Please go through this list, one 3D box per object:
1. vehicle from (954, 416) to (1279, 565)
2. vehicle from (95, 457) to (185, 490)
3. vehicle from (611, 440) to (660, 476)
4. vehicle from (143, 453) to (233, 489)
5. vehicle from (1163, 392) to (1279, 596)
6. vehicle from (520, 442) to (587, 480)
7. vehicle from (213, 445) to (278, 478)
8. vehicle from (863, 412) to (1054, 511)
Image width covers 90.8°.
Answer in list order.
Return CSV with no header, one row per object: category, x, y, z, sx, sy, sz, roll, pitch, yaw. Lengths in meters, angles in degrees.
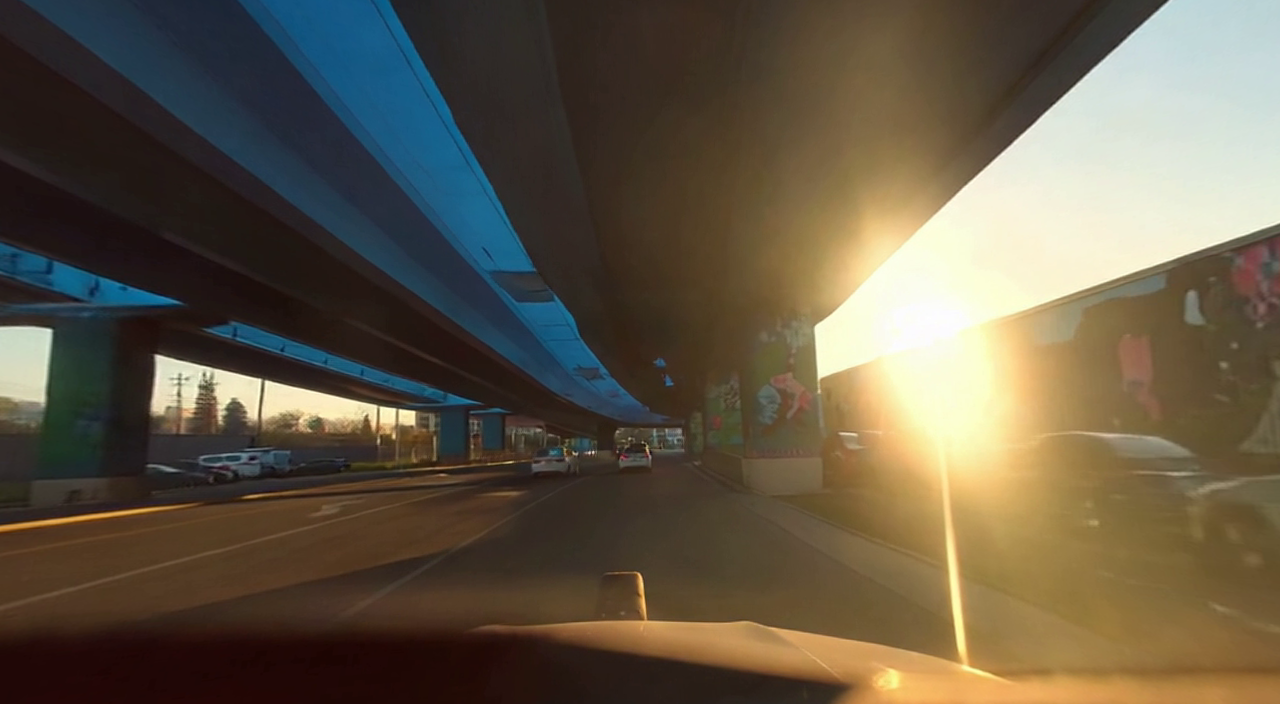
vehicle,6.646,1.857,9.193,1.871,1.619,4.408,0,-9,0
vehicle,-29.462,7.147,37.441,2.035,1.764,4.157,1,-9,-4
vehicle,-0.163,4.894,29.435,2.155,1.571,3.734,0,-9,1
vehicle,-27.002,7.095,37.974,1.971,1.939,4.729,1,-9,-1
vehicle,6.437,1.090,4.568,1.940,1.738,3.956,0,-9,2
vehicle,-3.665,4.714,27.634,2.024,1.533,4.549,-1,-9,3
vehicle,-30.384,8.387,48.807,1.933,2.393,4.896,0,-8,-2
vehicle,6.992,2.467,14.555,2.114,1.911,4.402,0,-9,1
